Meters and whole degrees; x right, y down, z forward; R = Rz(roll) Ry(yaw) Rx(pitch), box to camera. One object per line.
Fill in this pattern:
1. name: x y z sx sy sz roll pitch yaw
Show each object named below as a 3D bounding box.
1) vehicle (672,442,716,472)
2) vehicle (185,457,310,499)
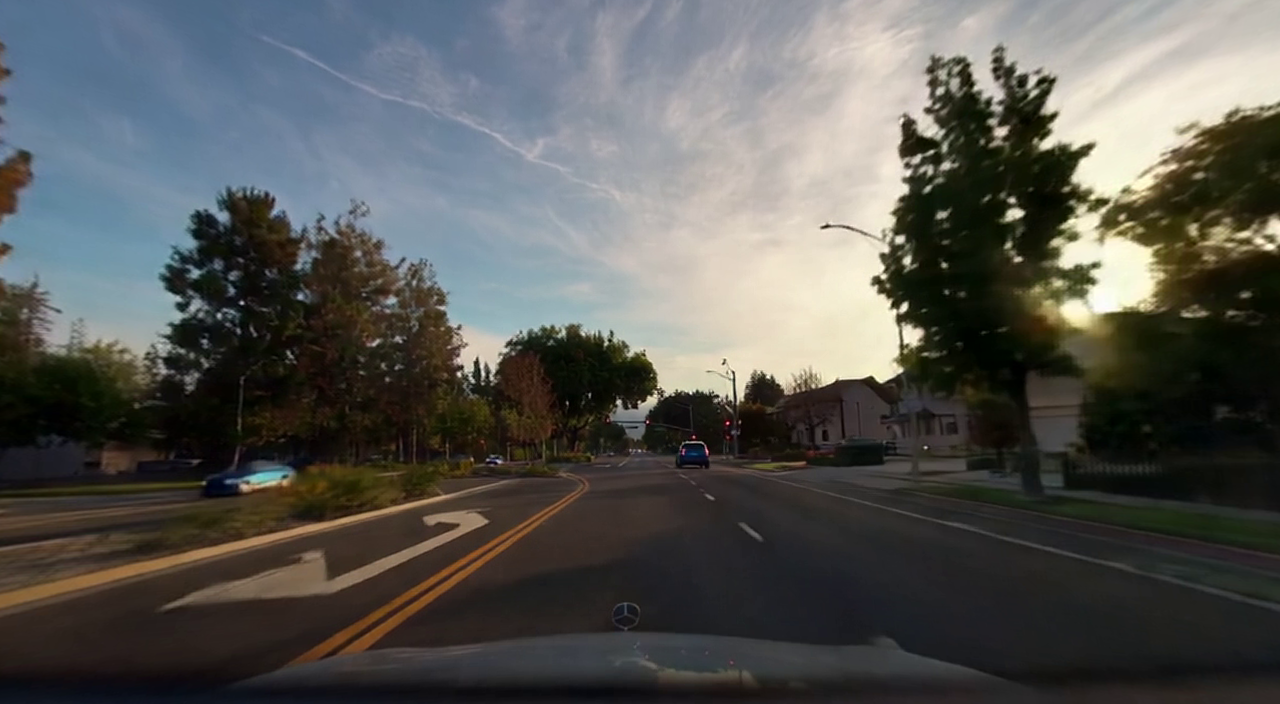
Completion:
1. vehicle: 3.369 6.710 40.703 2.229 1.795 4.927 0 -9 -2
2. vehicle: -16.171 5.184 26.410 2.185 1.468 4.735 0 -9 0
